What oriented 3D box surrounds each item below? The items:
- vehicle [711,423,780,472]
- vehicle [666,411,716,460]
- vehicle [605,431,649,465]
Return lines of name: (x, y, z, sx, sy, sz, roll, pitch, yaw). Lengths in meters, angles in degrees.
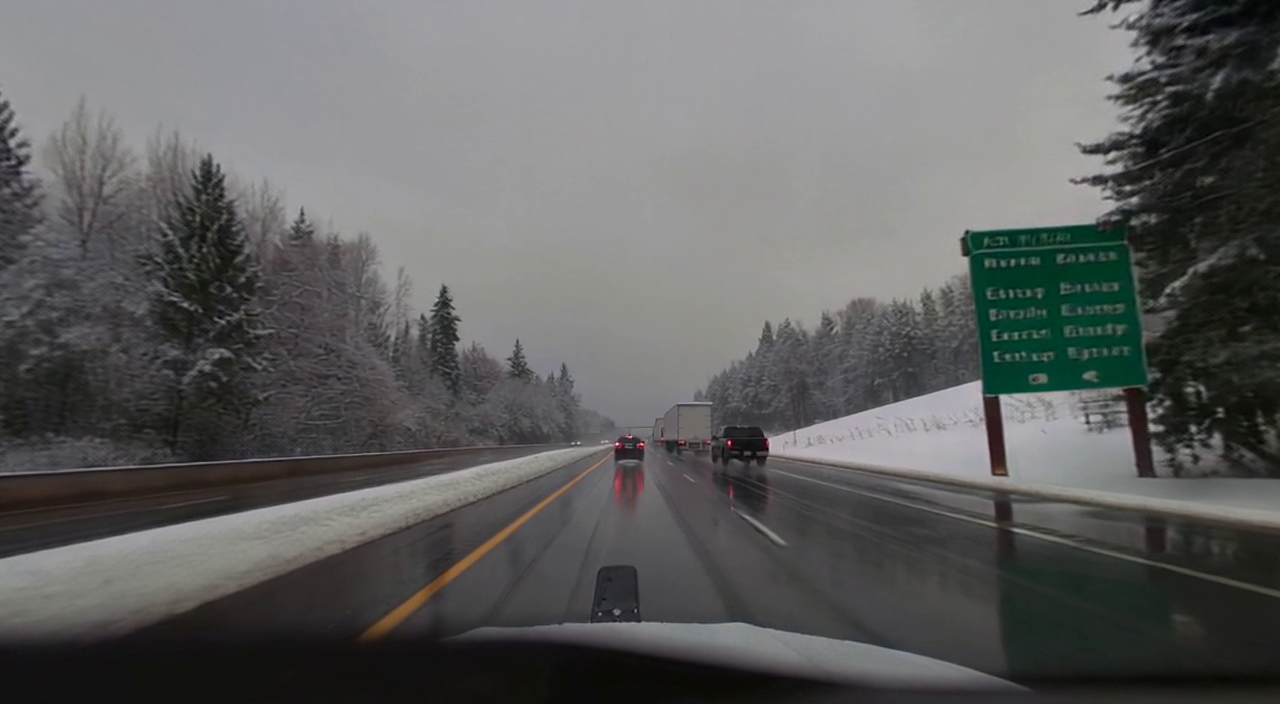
vehicle: (4.329, 3.992, 26.627, 2.073, 1.905, 4.023, 0, -8, -2)
vehicle: (3.351, 5.709, 43.105, 2.728, 3.053, 7.708, 0, -8, 0)
vehicle: (-0.680, 5.098, 33.845, 2.206, 1.681, 4.111, 0, -8, -1)
